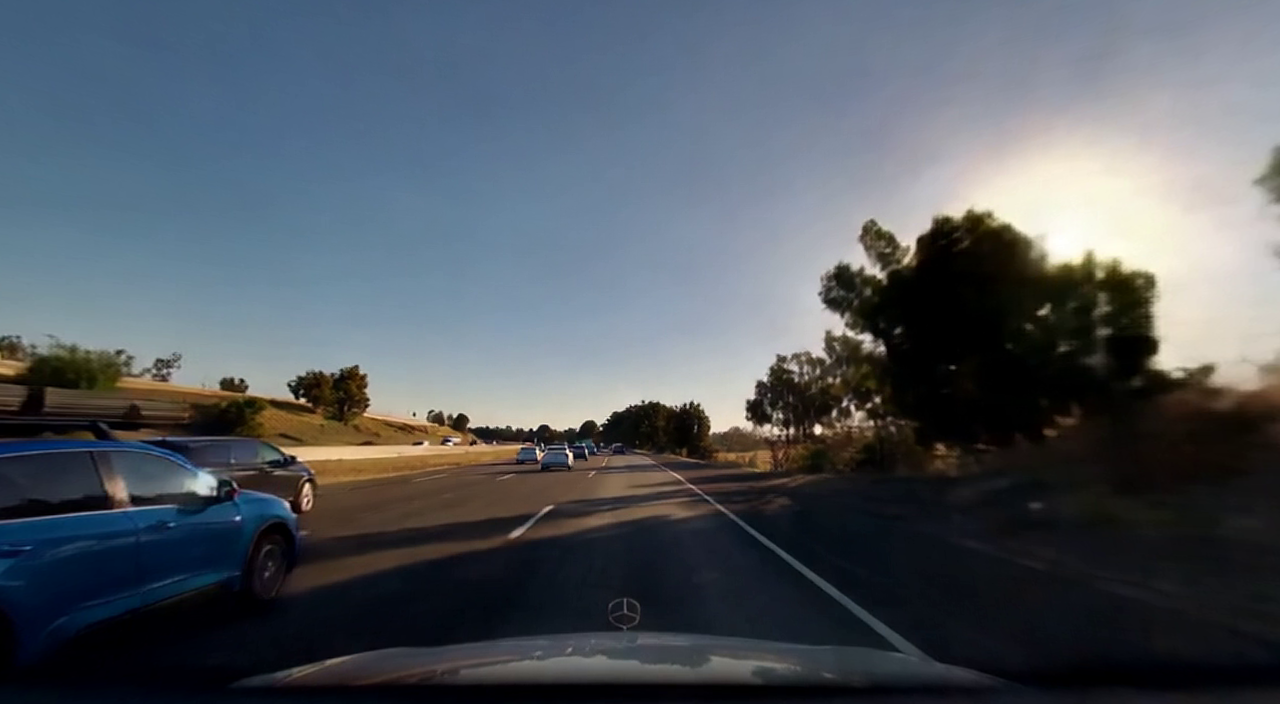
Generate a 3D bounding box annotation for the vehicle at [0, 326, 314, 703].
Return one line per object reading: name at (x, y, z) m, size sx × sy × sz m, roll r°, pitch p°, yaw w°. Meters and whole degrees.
vehicle at (-3.796, 0.785, 2.531) m, size 2.200 × 1.807 × 5.041 m, roll 0°, pitch -9°, yaw 1°

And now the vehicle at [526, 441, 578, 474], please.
vehicle at (-4.354, 5.278, 31.682) m, size 2.012 × 1.509 × 4.359 m, roll 0°, pitch -9°, yaw 0°
